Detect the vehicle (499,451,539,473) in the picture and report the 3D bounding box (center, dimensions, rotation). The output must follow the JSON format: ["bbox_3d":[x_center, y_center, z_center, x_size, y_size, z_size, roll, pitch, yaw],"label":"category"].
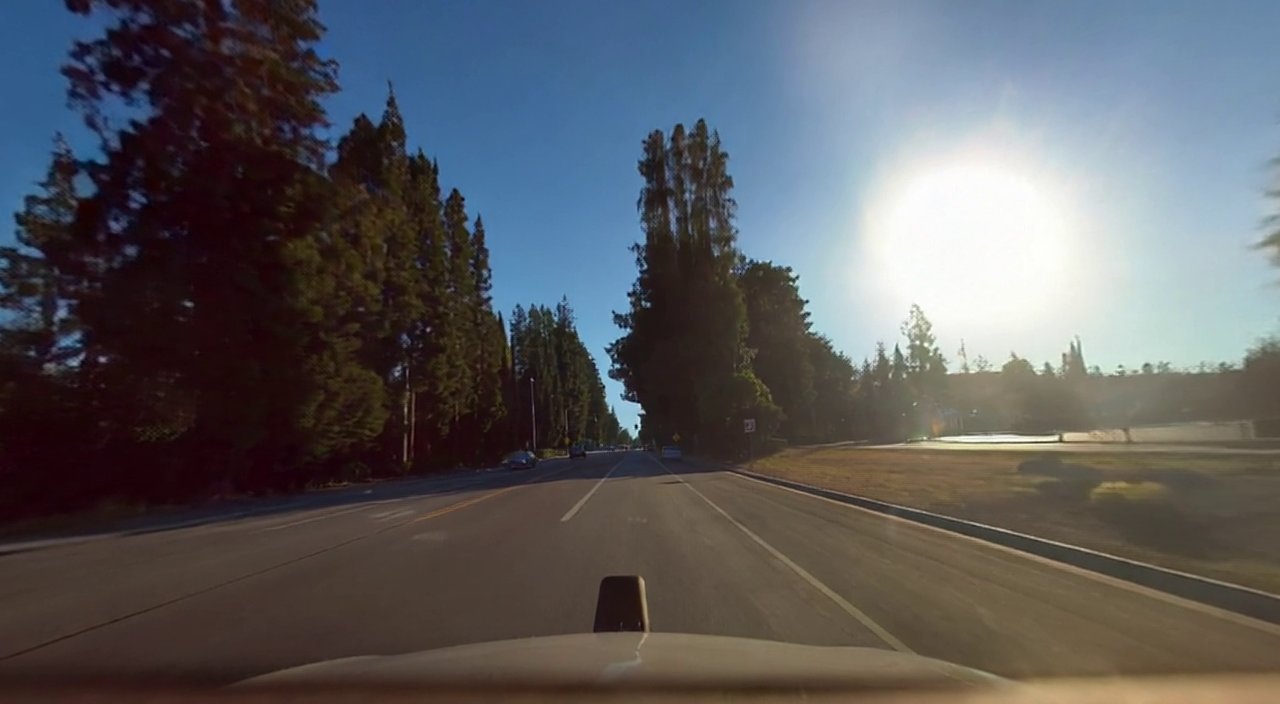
[{"bbox_3d":[-8.950,8.181,47.108,2.011,1.482,4.671,0,-8,1],"label":"vehicle"}]
